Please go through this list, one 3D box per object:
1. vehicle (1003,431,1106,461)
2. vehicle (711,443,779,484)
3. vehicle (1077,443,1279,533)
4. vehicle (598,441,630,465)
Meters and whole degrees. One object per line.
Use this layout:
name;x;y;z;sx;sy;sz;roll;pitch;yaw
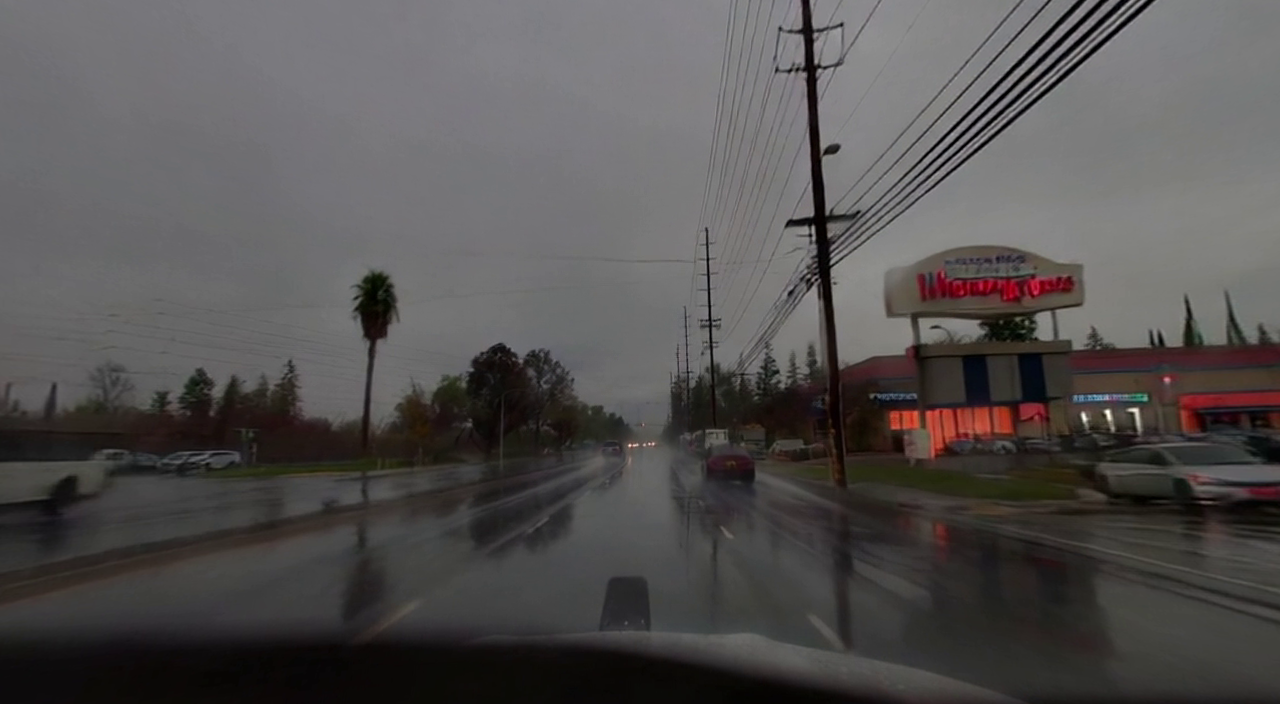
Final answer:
vehicle;28.126;6.376;42.836;5.612;1.850;2.328;1;-9;-10
vehicle;4.011;4.332;24.759;1.978;1.455;4.195;0;-9;0
vehicle;11.419;2.612;12.512;4.144;1.540;1.913;0;-7;-5
vehicle;-1.843;7.353;45.917;2.047;1.664;4.148;-1;-9;2
